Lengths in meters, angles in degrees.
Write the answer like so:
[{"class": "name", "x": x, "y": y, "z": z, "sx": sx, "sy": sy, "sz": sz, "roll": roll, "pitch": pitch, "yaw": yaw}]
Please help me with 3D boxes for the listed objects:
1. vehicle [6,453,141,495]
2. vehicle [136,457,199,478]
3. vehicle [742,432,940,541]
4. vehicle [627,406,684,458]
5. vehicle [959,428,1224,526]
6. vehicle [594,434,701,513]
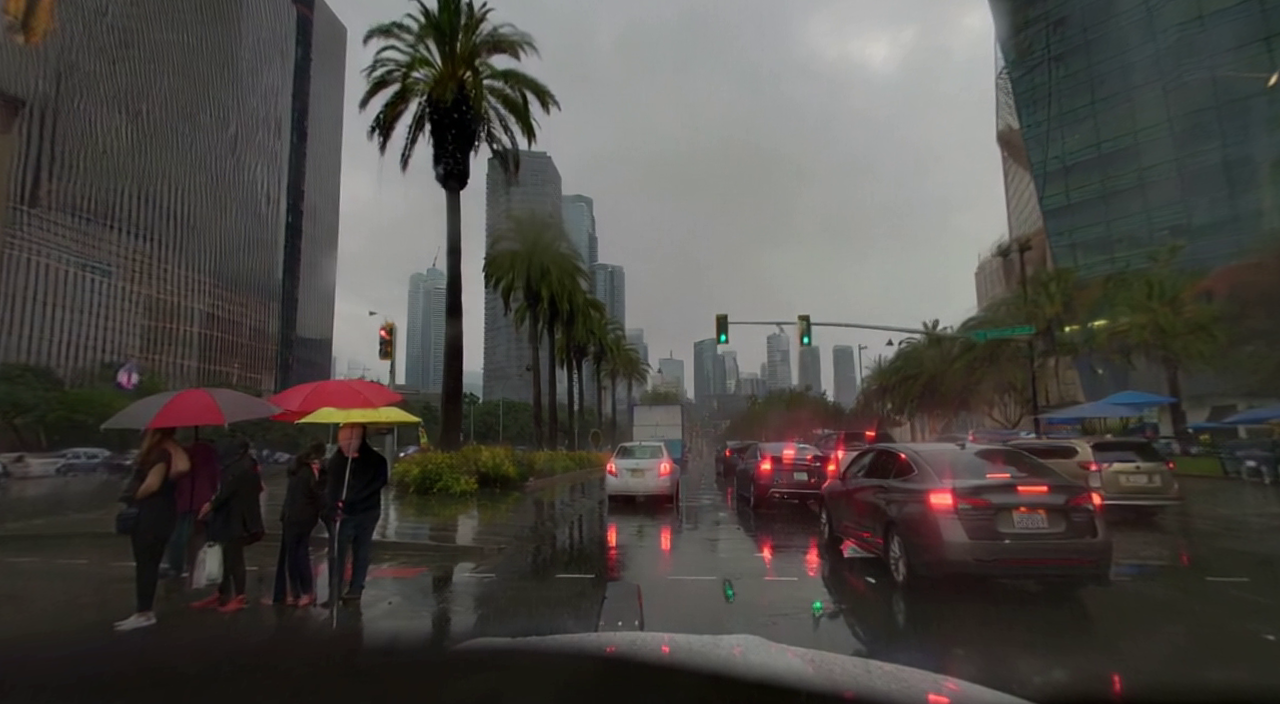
[{"class": "vehicle", "x": -26.704, "y": 5.723, "z": 29.954, "sx": 2.105, "sy": 1.793, "sz": 4.812, "roll": 0, "pitch": -9, "yaw": -4}, {"class": "vehicle", "x": -36.835, "y": 9.006, "z": 49.226, "sx": 1.700, "sy": 1.527, "sz": 4.445, "roll": 1, "pitch": -9, "yaw": -4}, {"class": "vehicle", "x": 3.103, "y": 2.171, "z": 10.838, "sx": 1.913, "sy": 1.469, "sz": 4.425, "roll": 0, "pitch": -9, "yaw": -1}, {"class": "vehicle", "x": 0.832, "y": 3.751, "z": 29.112, "sx": 2.230, "sy": 2.158, "sz": 5.498, "roll": -1, "pitch": -9, "yaw": 5}, {"class": "vehicle", "x": 8.180, "y": 2.283, "z": 12.050, "sx": 1.859, "sy": 1.508, "sz": 4.259, "roll": 0, "pitch": -9, "yaw": -1}, {"class": "vehicle", "x": 0.179, "y": 2.624, "z": 14.000, "sx": 2.048, "sy": 1.503, "sz": 3.681, "roll": 0, "pitch": -9, "yaw": 1}]
